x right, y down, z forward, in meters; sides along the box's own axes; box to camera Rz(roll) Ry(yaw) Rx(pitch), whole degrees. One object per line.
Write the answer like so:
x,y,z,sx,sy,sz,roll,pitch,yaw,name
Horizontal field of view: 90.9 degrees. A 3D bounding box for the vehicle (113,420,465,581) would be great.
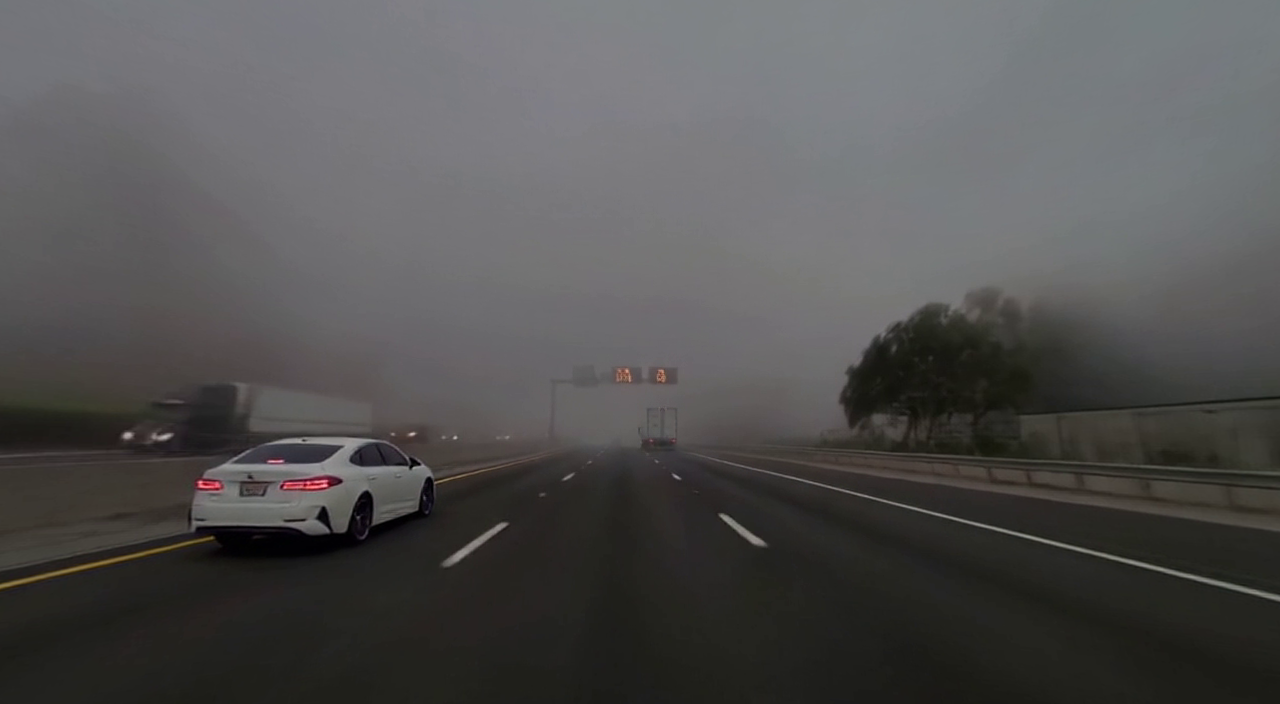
-3.804,1.646,7.974,1.971,1.444,4.401,0,-8,-1,vehicle
